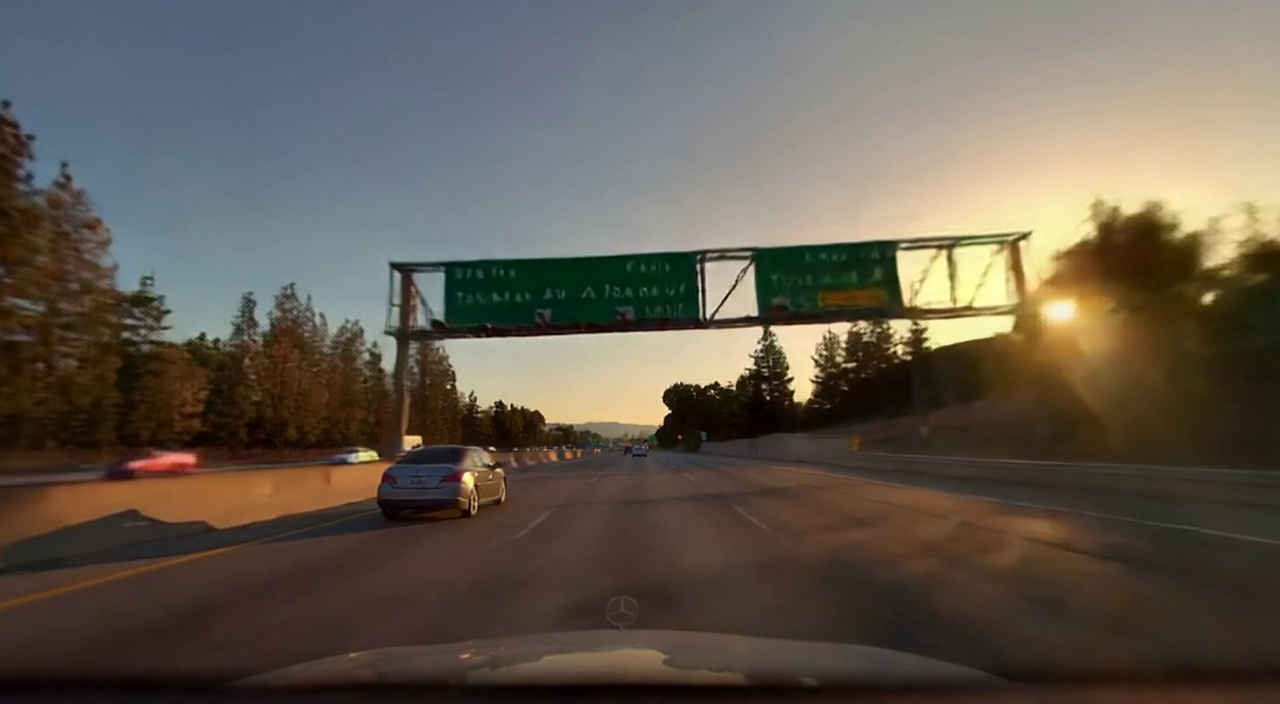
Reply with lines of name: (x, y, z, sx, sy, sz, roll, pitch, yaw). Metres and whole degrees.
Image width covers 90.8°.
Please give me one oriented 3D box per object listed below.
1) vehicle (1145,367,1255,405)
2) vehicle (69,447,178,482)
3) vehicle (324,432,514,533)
vehicle: (32.432, 2.064, 36.799, 2.014, 1.774, 4.550, 1, -8, -5)
vehicle: (-28.011, 6.082, 34.502, 1.975, 1.721, 4.697, 0, -8, 0)
vehicle: (-3.876, 2.348, 12.030, 2.050, 1.547, 4.266, 0, -8, 0)
